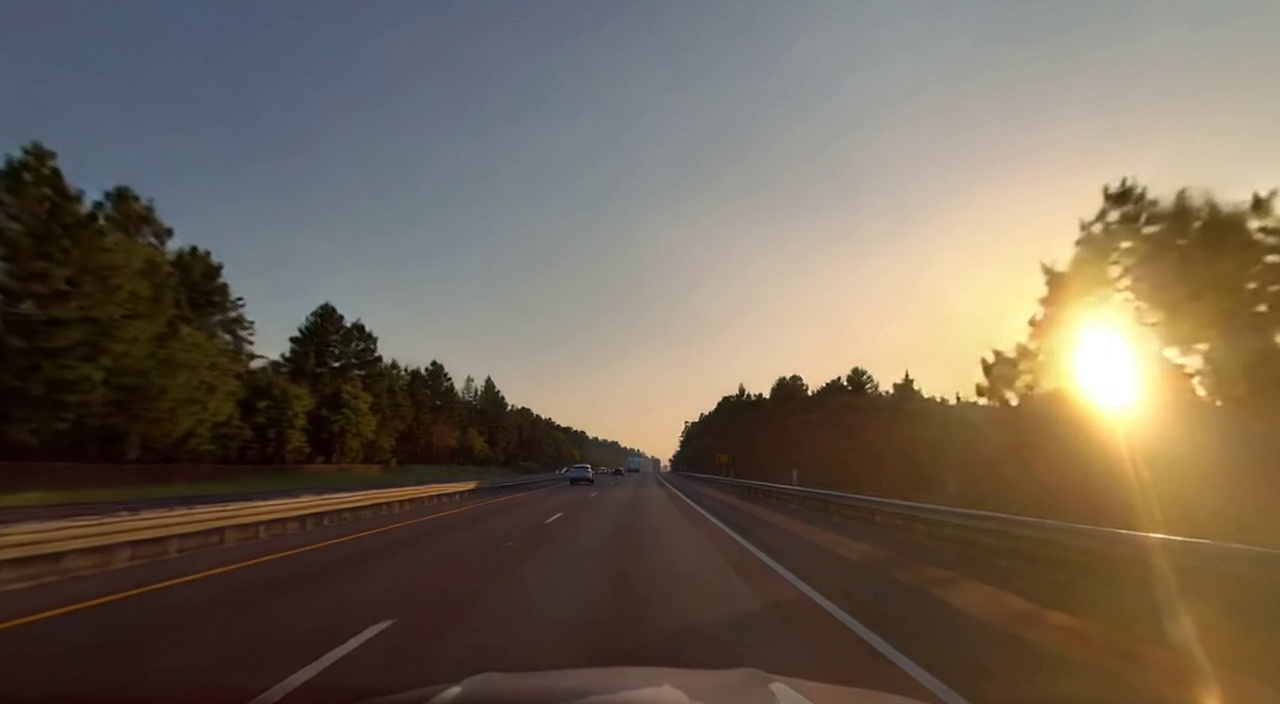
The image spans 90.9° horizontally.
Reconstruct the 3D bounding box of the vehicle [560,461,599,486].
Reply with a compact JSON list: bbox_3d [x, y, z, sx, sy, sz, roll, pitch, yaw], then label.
[{"bbox_3d":[-4.088,8.348,43.456,2.180,1.618,4.219,1,-10,1],"label":"vehicle"}]
